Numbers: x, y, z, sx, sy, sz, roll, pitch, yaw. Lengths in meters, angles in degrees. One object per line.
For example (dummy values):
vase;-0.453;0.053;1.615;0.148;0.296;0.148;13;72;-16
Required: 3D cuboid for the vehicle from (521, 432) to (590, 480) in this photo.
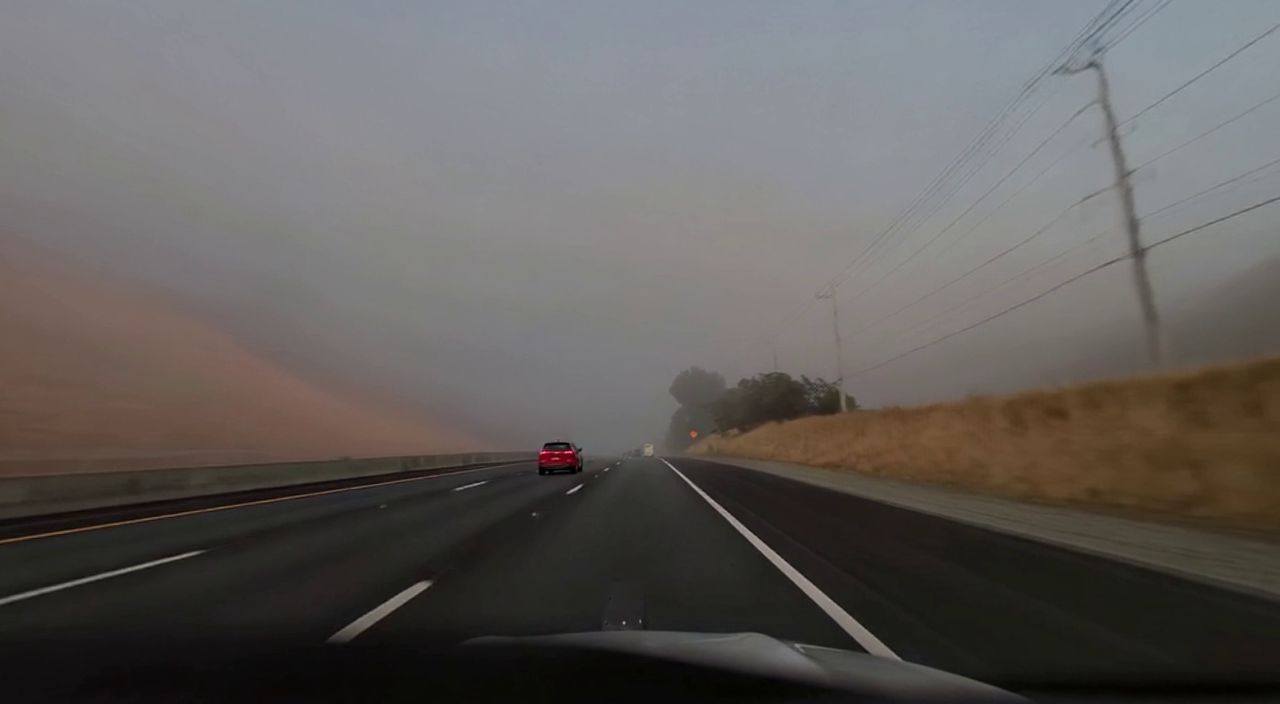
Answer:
vehicle;-3.450;4.350;26.644;2.136;1.845;4.515;-1;-8;2
